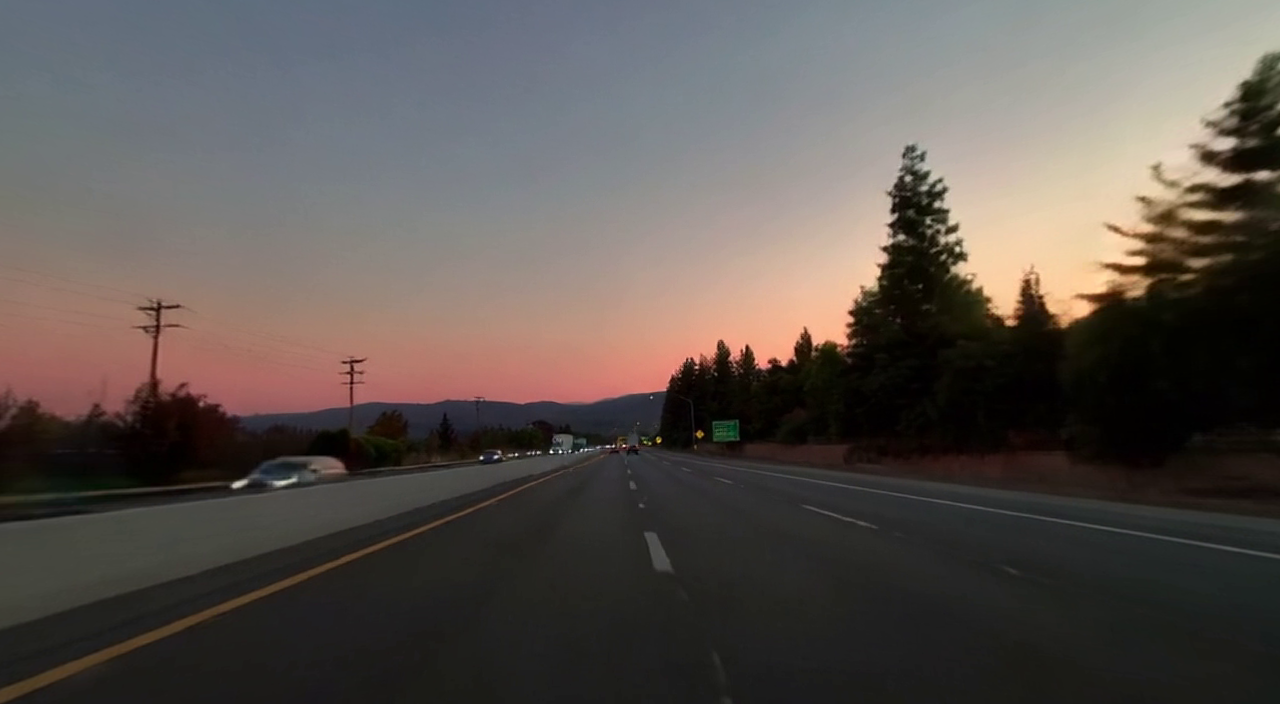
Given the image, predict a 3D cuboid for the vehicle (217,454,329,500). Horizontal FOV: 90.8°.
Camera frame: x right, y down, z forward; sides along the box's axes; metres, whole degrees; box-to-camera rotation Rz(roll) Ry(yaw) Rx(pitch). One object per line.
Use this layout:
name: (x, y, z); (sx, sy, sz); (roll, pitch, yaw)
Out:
vehicle: (-14.870, 5.040, 25.919); (2.051, 1.664, 4.484); (0, -9, -2)
